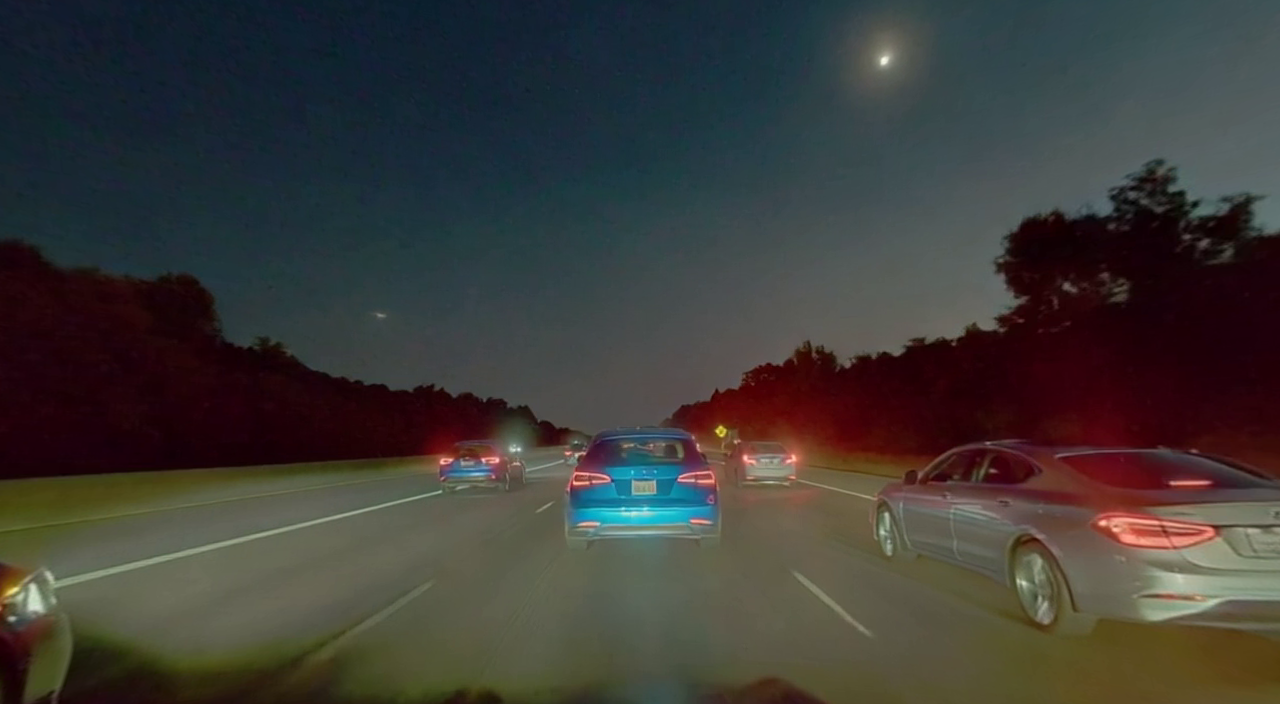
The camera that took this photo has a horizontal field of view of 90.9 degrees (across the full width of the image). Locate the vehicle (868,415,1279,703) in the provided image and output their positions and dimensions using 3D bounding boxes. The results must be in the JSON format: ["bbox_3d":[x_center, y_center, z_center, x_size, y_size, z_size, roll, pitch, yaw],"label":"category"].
[{"bbox_3d":[3.716,1.362,5.170,1.953,1.434,4.511,0,-9,-1],"label":"vehicle"}]

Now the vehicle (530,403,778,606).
[{"bbox_3d":[0.079,1.579,7.296,2.093,1.695,3.782,0,-9,-1],"label":"vehicle"}]

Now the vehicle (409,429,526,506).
[{"bbox_3d":[-4.245,2.906,16.182,1.890,1.708,3.844,0,-9,0],"label":"vehicle"}]
